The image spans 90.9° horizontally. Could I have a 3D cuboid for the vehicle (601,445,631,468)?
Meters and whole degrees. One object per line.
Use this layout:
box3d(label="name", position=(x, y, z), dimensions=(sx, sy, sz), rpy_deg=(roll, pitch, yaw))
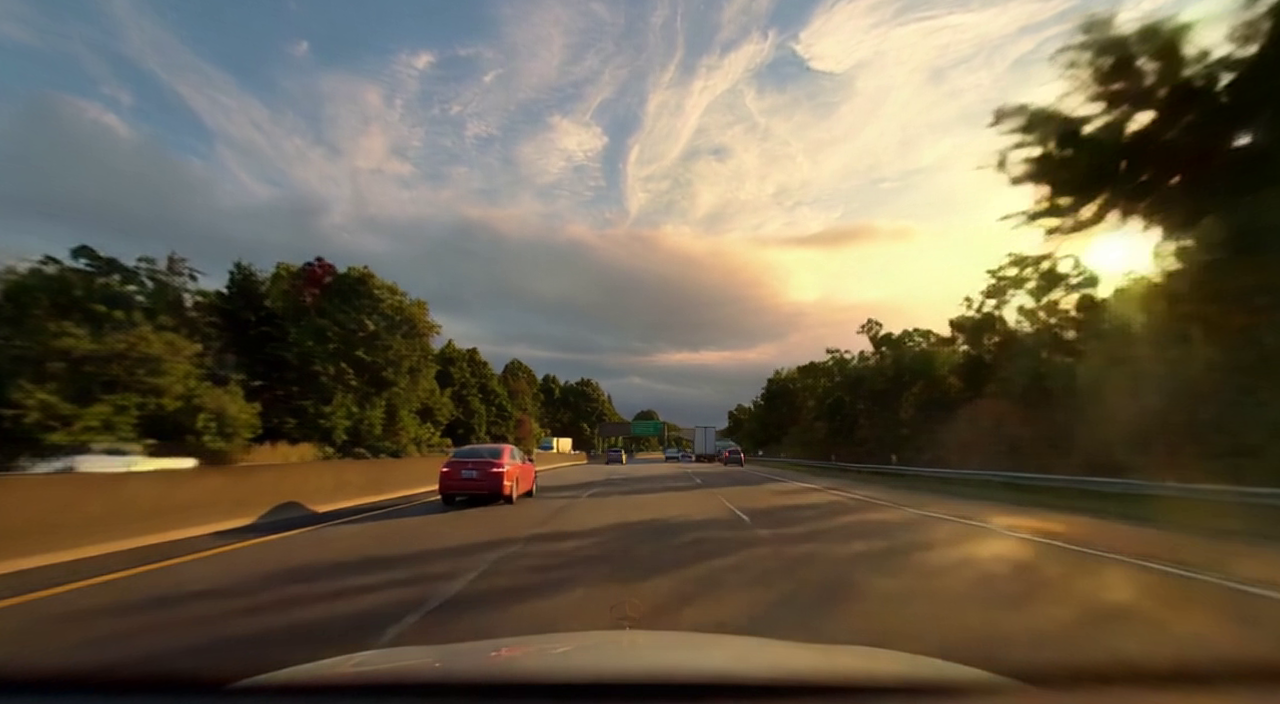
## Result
box3d(label="vehicle", position=(-1.815, 8.137, 49.156), dimensions=(2.017, 1.683, 4.309), rpy_deg=(-1, -9, 3))

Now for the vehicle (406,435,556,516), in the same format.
box3d(label="vehicle", position=(-3.366, 2.741, 14.505), dimensions=(2.085, 1.530, 4.809), rpy_deg=(0, -9, 2))

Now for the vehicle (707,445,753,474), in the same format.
box3d(label="vehicle", position=(5.199, 6.287, 36.922), dimensions=(2.176, 1.598, 3.878), rpy_deg=(0, -9, 1))
